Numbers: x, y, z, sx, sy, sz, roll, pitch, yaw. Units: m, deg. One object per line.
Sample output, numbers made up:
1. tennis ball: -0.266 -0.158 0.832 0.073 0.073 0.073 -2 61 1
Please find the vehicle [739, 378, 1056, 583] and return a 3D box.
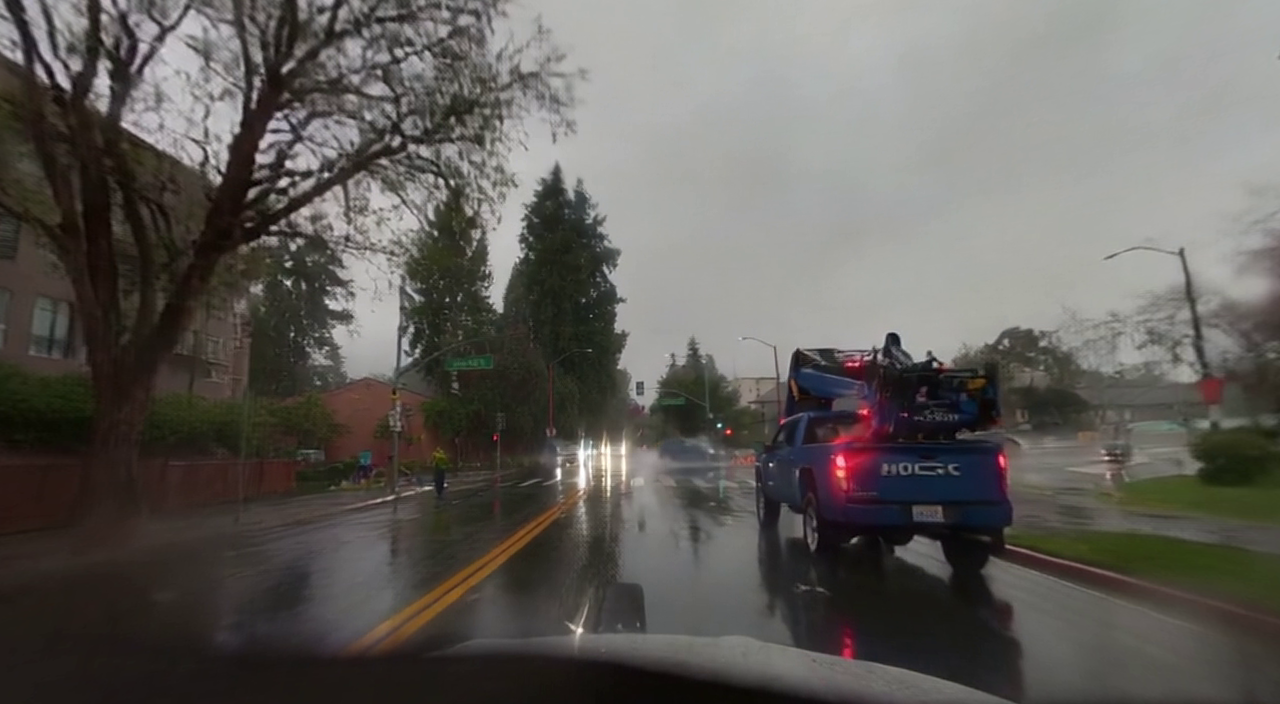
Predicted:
1. vehicle: 2.982 1.673 9.053 2.177 2.015 5.463 0 -9 0
